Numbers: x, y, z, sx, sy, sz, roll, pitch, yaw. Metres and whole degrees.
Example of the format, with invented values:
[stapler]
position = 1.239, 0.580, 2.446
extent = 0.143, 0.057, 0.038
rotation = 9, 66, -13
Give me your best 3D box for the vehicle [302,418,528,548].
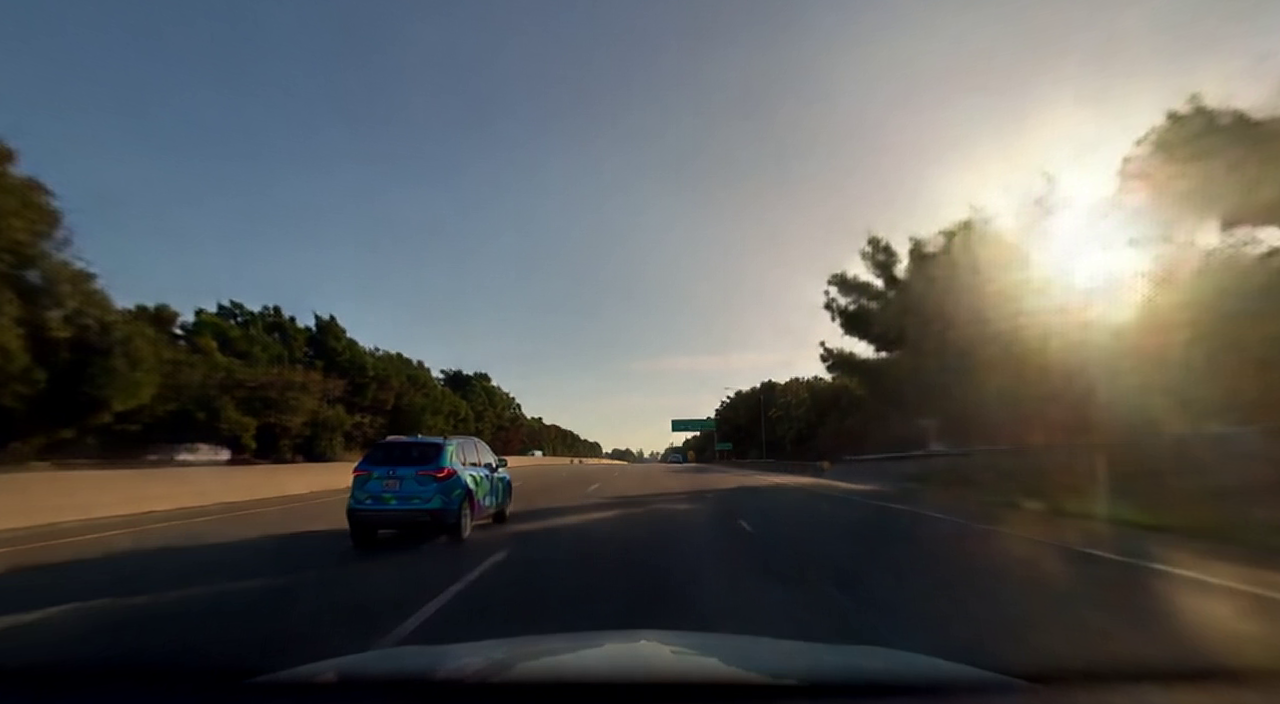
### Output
[vehicle]
position = -3.573, 2.176, 11.217
extent = 2.183, 1.803, 4.685
rotation = 0, -8, 1
